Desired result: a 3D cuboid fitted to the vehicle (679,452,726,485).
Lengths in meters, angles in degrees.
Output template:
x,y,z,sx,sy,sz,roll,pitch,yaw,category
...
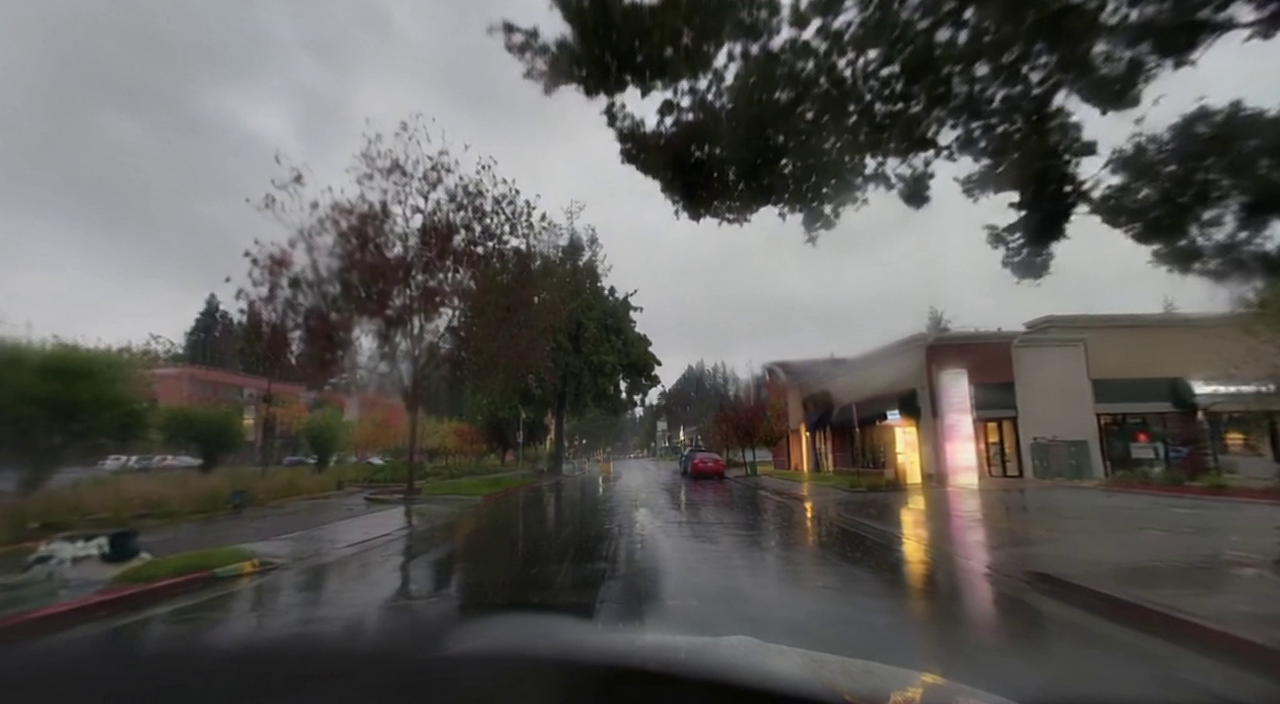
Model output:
x,y,z,sx,sy,sz,roll,pitch,yaw,category
3.161,6.017,32.972,2.064,1.532,4.596,0,-9,1,vehicle
